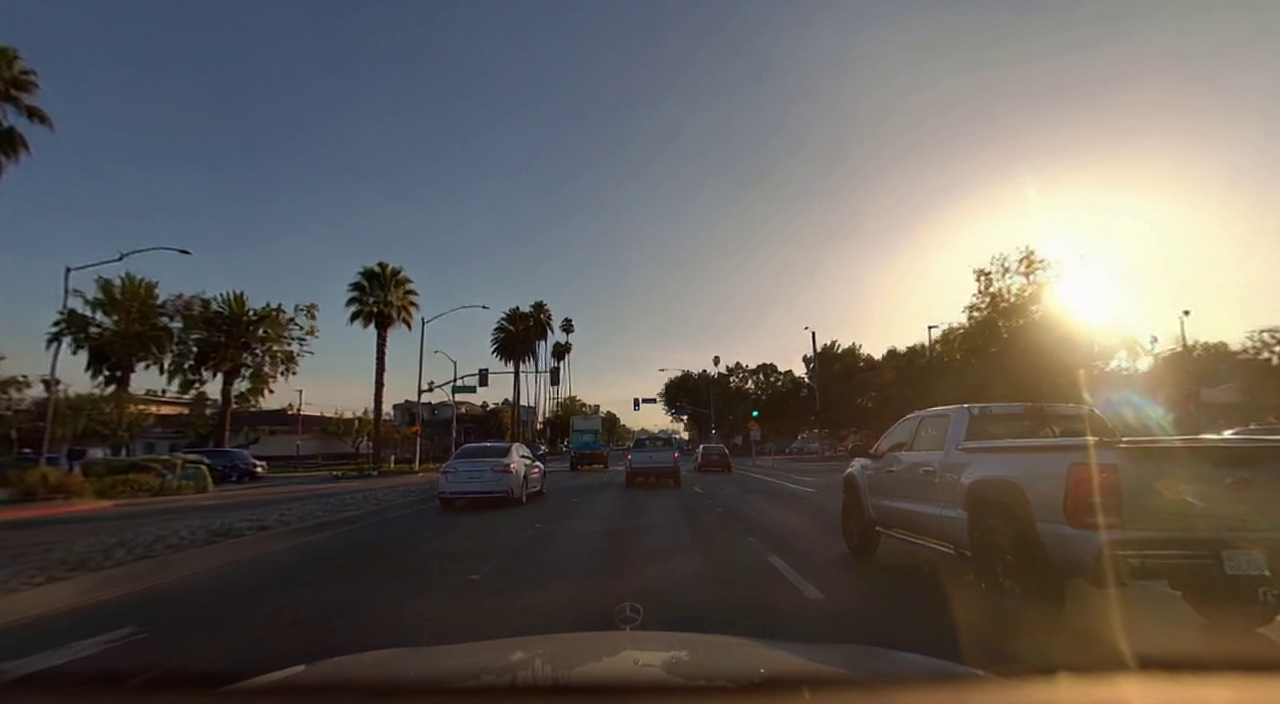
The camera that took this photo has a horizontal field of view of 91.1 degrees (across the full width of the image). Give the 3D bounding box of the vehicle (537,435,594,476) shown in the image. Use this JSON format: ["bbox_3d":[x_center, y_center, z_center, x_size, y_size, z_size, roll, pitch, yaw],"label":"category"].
[{"bbox_3d":[-3.541,5.034,30.728,2.071,1.811,4.605,0,-8,2],"label":"vehicle"}]

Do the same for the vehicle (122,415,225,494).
[{"bbox_3d":[-18.611,4.051,25.036,3.441,2.870,2.109,-7,-10,35],"label":"vehicle"}]

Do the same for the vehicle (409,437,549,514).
[{"bbox_3d":[-3.556,2.814,14.920,1.983,1.502,4.720,0,-8,1],"label":"vehicle"}]

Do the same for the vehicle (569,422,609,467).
[{"bbox_3d":[-3.429,6.362,43.366,2.393,2.865,5.466,0,-8,-1],"label":"vehicle"}]

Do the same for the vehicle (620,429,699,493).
[{"bbox_3d":[0.585,3.559,20.968,2.295,1.835,5.471,0,-8,1],"label":"vehicle"}]

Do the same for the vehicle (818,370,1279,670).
[{"bbox_3d":[3.745,1.422,6.675,2.120,1.828,5.531,0,-8,1],"label":"vehicle"}]

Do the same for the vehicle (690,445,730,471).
[{"bbox_3d":[4.084,6.258,37.185,1.901,1.401,3.965,0,-8,0],"label":"vehicle"}]
